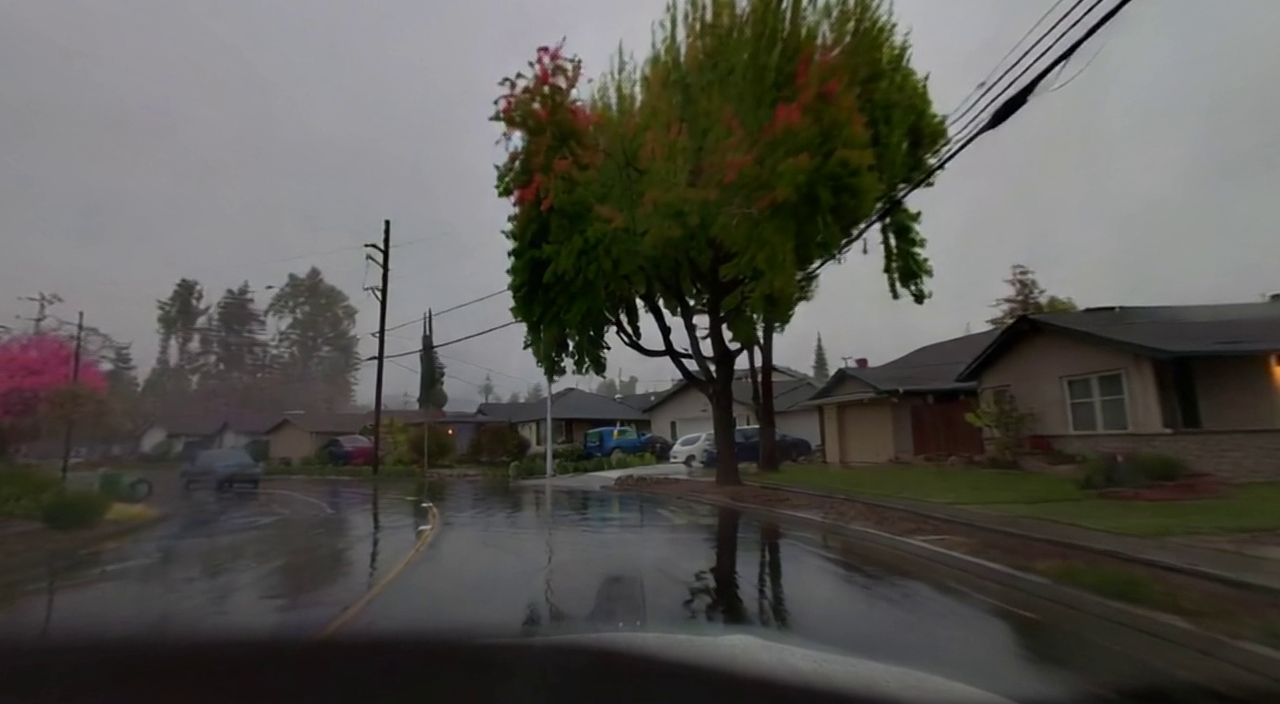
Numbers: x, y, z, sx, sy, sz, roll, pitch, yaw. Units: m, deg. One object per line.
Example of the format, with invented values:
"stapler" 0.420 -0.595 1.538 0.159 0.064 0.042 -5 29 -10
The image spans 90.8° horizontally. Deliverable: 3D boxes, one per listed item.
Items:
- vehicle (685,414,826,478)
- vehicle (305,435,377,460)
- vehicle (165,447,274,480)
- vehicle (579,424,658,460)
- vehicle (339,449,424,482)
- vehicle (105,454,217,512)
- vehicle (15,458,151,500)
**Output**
"vehicle" 4.095 3.279 22.367 4.459 1.738 1.930 -2 -7 -25
"vehicle" -22.719 7.275 48.011 4.707 1.800 1.962 5 -10 -29
"vehicle" -23.845 6.318 35.884 5.026 1.774 2.016 -2 -9 11
"vehicle" -1.107 5.008 35.085 2.043 1.819 4.476 -6 -11 36
"vehicle" -12.754 5.540 31.096 4.019 1.484 1.978 -6 -11 36
"vehicle" -16.039 4.288 21.105 3.897 1.493 1.942 -5 -7 37
"vehicle" -21.985 5.006 24.973 4.348 1.440 2.040 -5 -9 19
